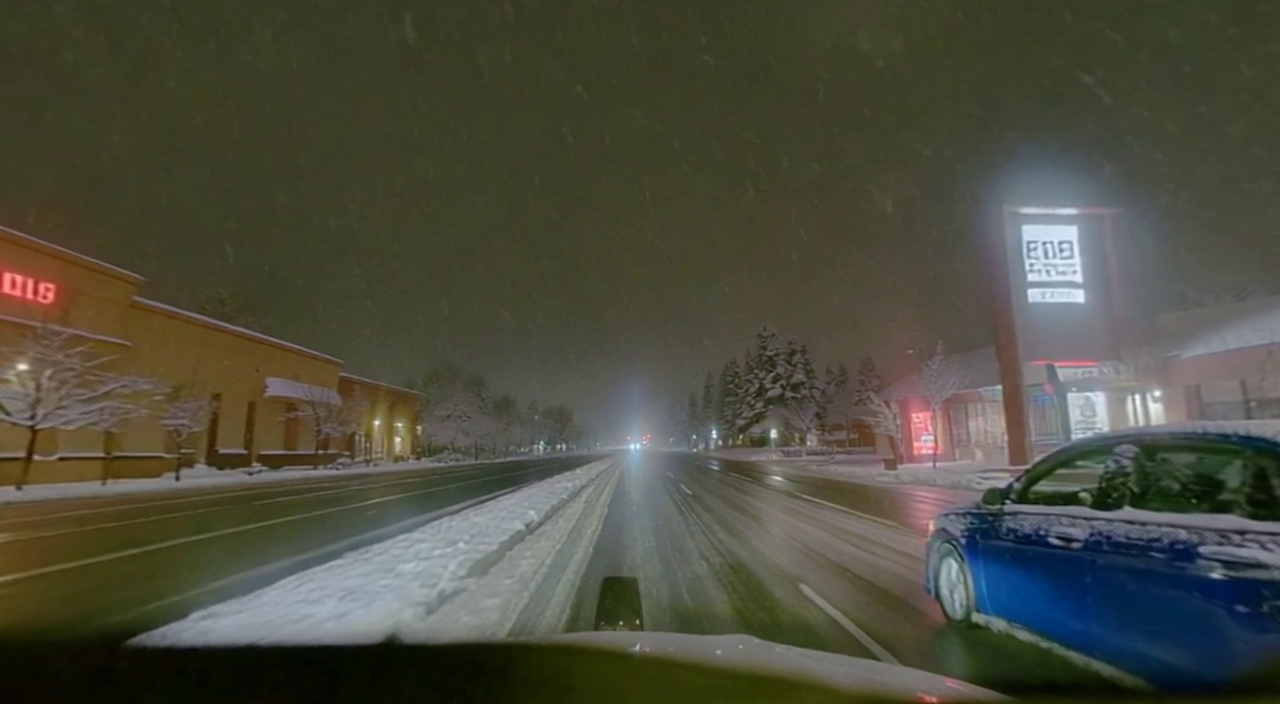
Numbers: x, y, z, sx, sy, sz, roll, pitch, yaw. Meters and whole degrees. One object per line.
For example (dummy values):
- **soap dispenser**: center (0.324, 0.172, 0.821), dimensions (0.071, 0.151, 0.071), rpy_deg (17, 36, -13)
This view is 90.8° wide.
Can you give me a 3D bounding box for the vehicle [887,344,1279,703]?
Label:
- **vehicle**: center (3.028, 0.867, 2.476), dimensions (2.015, 1.641, 4.995), rpy_deg (0, -8, -1)
